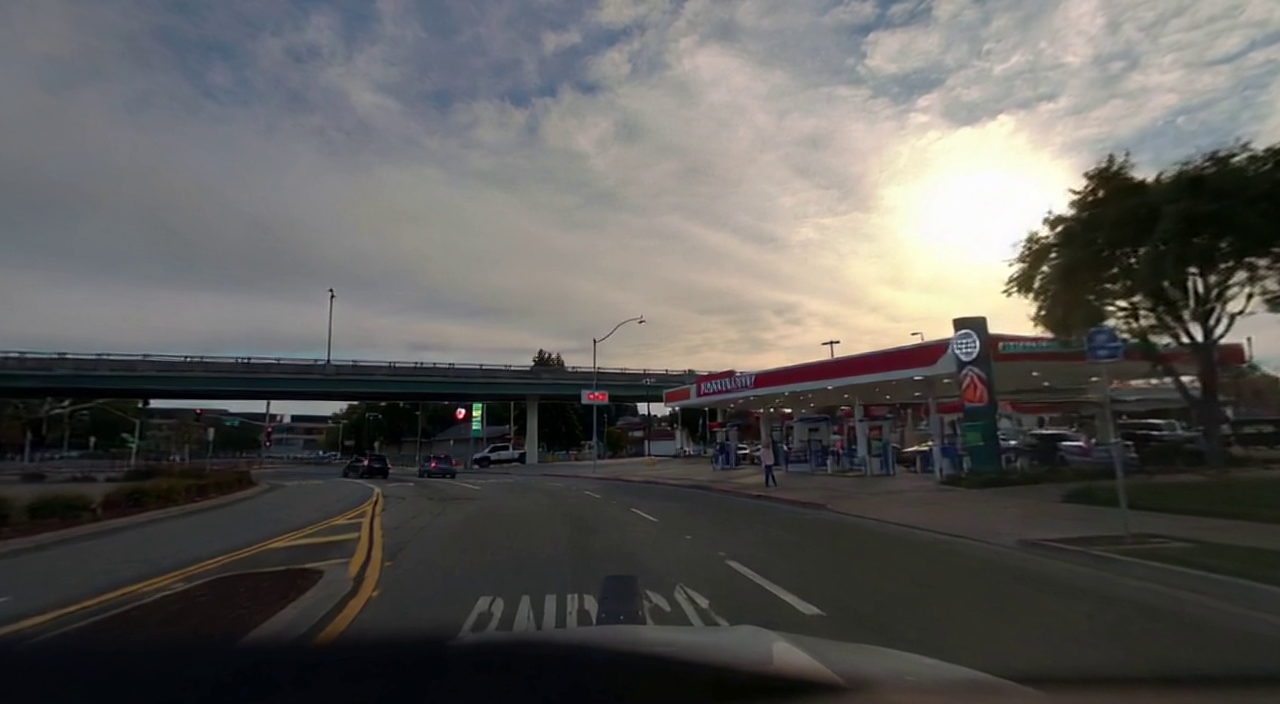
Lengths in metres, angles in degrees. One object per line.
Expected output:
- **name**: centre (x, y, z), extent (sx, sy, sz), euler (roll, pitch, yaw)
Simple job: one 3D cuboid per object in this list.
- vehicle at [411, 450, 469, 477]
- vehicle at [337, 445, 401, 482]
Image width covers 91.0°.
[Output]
- **vehicle**: centre (-14.709, 8.098, 46.140), extent (2.202, 1.822, 4.826), euler (7, -11, -40)
- **vehicle**: centre (-16.125, 6.534, 37.344), extent (2.254, 2.006, 4.766), euler (7, -11, -37)
